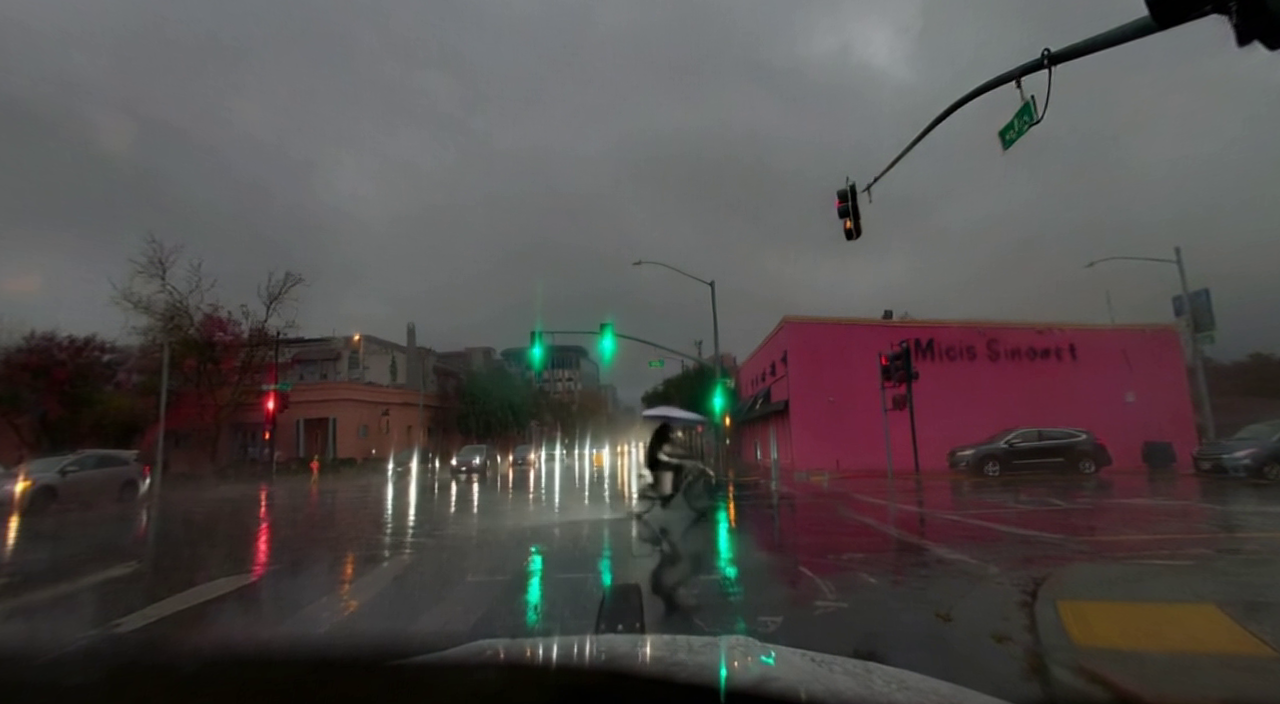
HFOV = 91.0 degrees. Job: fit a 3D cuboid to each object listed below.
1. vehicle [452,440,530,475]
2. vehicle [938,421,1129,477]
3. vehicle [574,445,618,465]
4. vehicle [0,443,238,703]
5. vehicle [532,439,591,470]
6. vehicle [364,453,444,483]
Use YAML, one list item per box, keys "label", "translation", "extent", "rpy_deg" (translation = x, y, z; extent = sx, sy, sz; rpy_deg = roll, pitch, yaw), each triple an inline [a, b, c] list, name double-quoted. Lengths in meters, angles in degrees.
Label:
- label: "vehicle"
  translation: [-8.388, 5.978, 36.054]
  extent: [2.152, 1.825, 5.406]
  rpy_deg: [-2, -9, 12]
- label: "vehicle"
  translation: [11.574, 2.892, 18.802]
  extent: [4.355, 1.546, 1.820]
  rpy_deg: [-1, -9, 6]
- label: "vehicle"
  translation: [-3.024, 7.188, 44.115]
  extent: [1.743, 1.362, 4.350]
  rpy_deg: [-2, -9, 14]
- label: "vehicle"
  translation: [-3.671, 0.977, 2.153]
  extent: [1.759, 1.325, 4.295]
  rpy_deg: [0, -9, 0]
- label: "vehicle"
  translation: [-4.501, 5.980, 36.868]
  extent: [1.928, 1.647, 4.575]
  rpy_deg: [-2, -9, 13]
- label: "vehicle"
  translation: [-12.569, 6.177, 33.898]
  extent: [1.976, 1.425, 4.567]
  rpy_deg: [-1, -9, 9]
